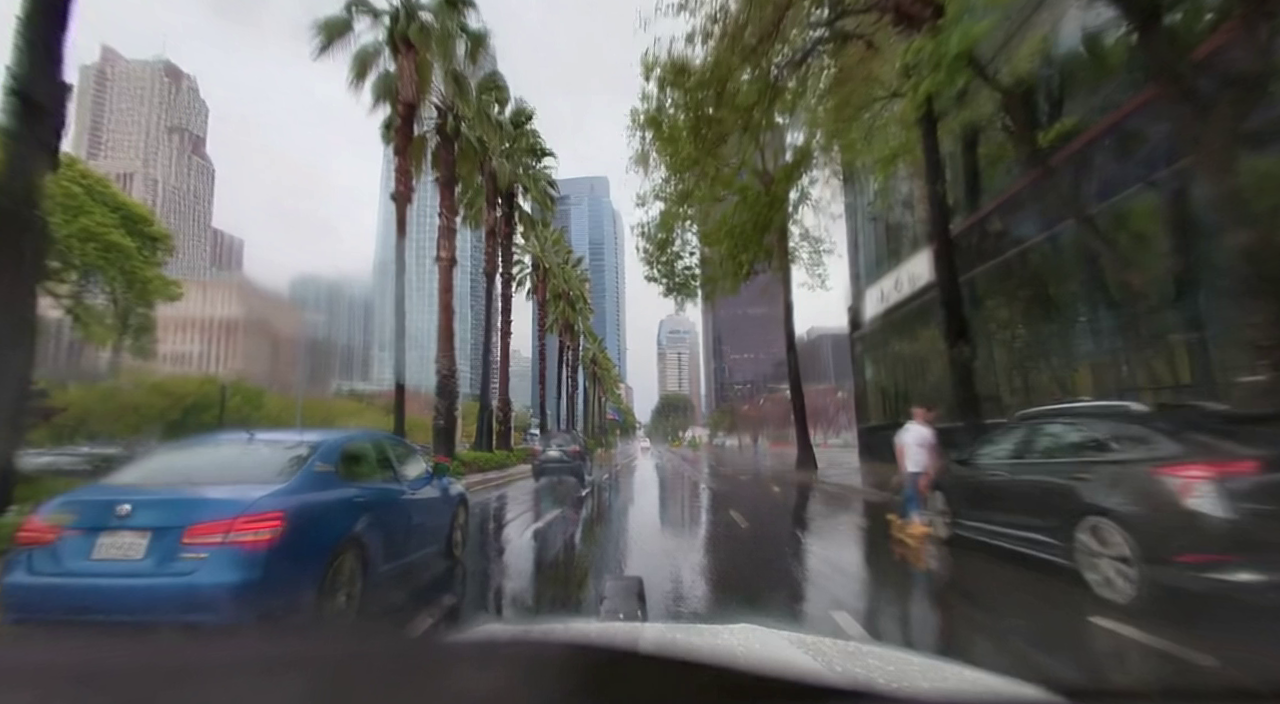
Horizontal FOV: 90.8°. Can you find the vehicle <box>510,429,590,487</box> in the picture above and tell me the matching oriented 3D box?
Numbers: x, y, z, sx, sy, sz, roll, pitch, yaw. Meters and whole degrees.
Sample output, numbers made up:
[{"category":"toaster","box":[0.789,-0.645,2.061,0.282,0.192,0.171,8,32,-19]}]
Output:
[{"category":"vehicle","box":[-2.833,3.462,20.803,1.894,1.702,3.999,0,-8,2]}]

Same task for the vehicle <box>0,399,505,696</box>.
[{"category":"vehicle","box":[-2.770,1.351,5.588,2.071,1.544,4.383,0,-8,2]}]

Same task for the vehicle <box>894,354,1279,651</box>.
[{"category":"vehicle","box":[4.516,1.285,6.434,2.060,1.856,4.878,-1,-8,3]}]
